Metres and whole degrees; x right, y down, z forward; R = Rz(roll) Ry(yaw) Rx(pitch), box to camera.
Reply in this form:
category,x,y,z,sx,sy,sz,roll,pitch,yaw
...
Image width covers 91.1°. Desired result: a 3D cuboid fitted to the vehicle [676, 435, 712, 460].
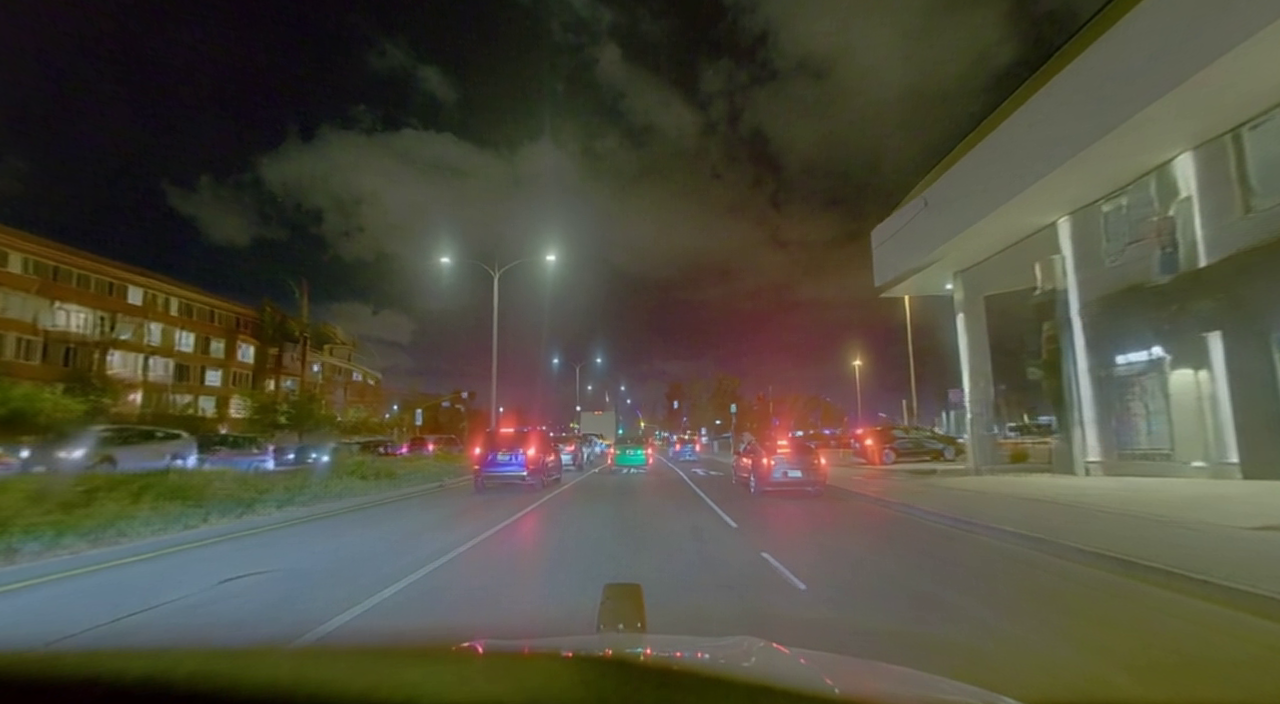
category,x,y,z,sx,sy,sz,roll,pitch,yaw
vehicle,3.340,6.011,39.425,1.948,1.475,4.093,0,-8,0

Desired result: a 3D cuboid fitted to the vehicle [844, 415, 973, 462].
category,x,y,z,sx,sy,sz,roll,pitch,yaw
vehicle,12.411,4.037,29.257,4.991,1.978,2.090,-8,-11,43

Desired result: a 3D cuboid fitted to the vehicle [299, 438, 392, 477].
category,x,y,z,sx,sy,sz,roll,pitch,yaw
vehicle,-12.393,4.441,26.790,1.843,1.509,4.301,0,-8,0

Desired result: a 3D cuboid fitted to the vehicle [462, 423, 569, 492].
category,x,y,z,sx,sy,sz,roll,pitch,yaw
vehicle,-3.394,2.976,18.038,2.047,1.710,4.314,0,-8,2

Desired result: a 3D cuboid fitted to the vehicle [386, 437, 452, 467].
category,x,y,z,sx,sy,sz,roll,pitch,yaw
vehicle,-12.178,5.532,34.885,1.924,1.511,4.640,0,-8,1

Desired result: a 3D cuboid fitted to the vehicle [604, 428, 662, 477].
category,x,y,z,sx,sy,sz,roll,pitch,yaw
vehicle,-0.190,3.810,24.033,2.022,1.700,4.084,0,-8,1

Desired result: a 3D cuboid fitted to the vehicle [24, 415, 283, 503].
category,x,y,z,sx,sy,sz,roll,pitch,yaw
vehicle,-12.277,2.764,16.599,2.245,1.908,5.613,0,-8,1

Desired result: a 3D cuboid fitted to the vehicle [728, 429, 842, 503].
category,x,y,z,sx,sy,sz,roll,pitch,yaw
vehicle,3.346,2.696,15.271,1.847,1.554,3.885,0,-8,0
